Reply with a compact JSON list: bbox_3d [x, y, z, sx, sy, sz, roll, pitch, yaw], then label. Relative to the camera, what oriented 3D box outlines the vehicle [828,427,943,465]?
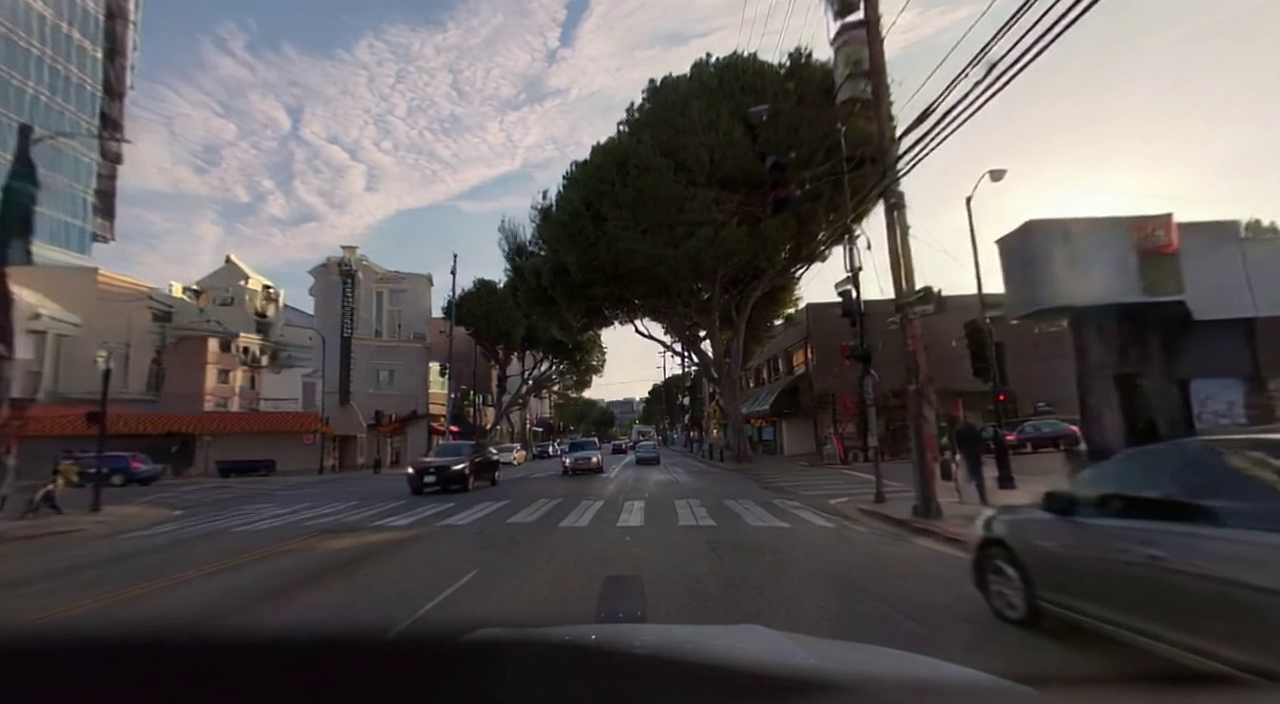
[{"bbox_3d":[12.326,4.774,32.029,4.966,1.826,2.209,-1,-9,7],"label":"vehicle"}]

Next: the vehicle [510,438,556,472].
[{"bbox_3d":[-6.657,6.466,39.932,2.090,1.975,4.657,0,-8,0],"label":"vehicle"}]

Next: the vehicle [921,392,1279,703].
[{"bbox_3d":[3.482,1.114,3.588,1.901,1.581,3.907,0,-8,-1],"label":"vehicle"}]

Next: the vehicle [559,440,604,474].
[{"bbox_3d":[-2.956,5.376,32.688,2.026,1.616,4.109,0,-8,-2],"label":"vehicle"}]

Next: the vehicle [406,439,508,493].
[{"bbox_3d":[-5.875,3.696,20.936,2.089,1.578,4.571,0,-8,-1],"label":"vehicle"}]

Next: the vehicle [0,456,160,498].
[{"bbox_3d":[-21.020,4.660,23.673,4.477,1.439,1.966,0,-8,1],"label":"vehicle"}]

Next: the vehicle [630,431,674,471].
[{"bbox_3d":[0.554,5.036,32.242,2.127,1.893,4.194,0,-8,0],"label":"vehicle"}]
